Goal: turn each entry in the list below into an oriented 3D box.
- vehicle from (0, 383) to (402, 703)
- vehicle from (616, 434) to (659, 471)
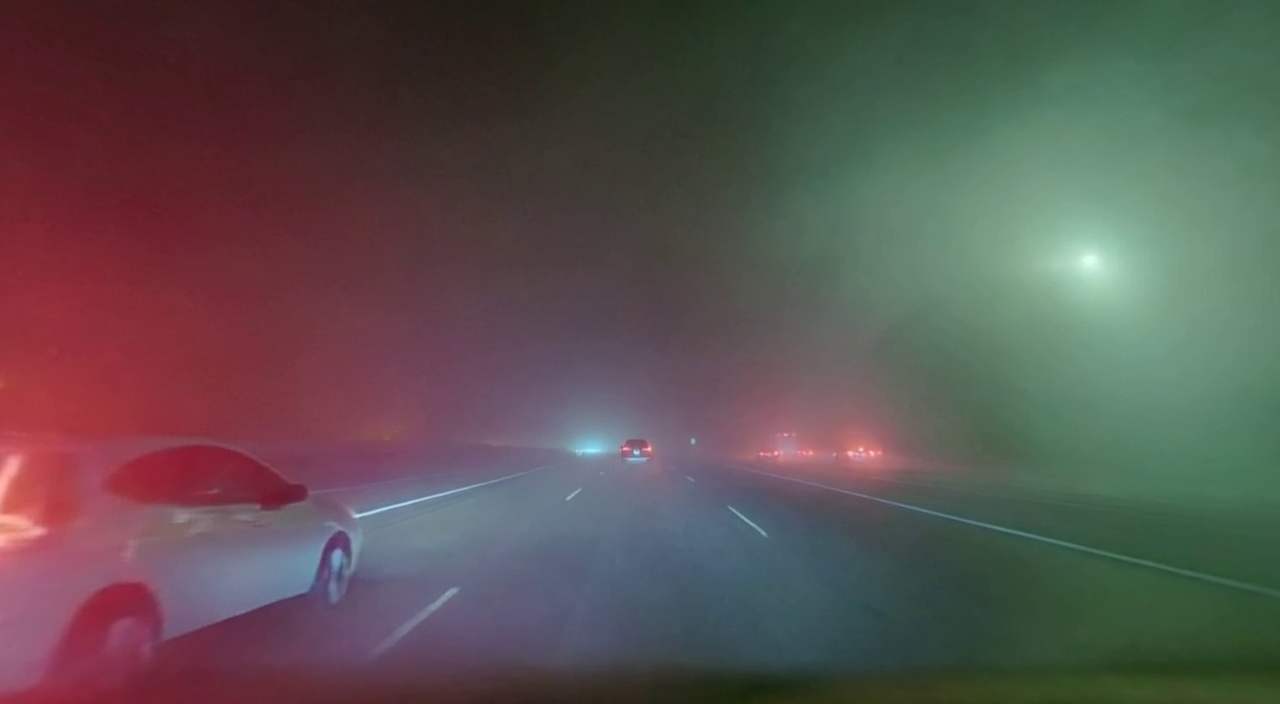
[{"bbox_3d":[-3.440,1.118,3.751,2.140,1.574,4.946,0,-8,0],"label":"vehicle"},{"bbox_3d":[-0.137,5.682,35.943,2.269,1.924,4.596,0,-8,0],"label":"vehicle"}]
